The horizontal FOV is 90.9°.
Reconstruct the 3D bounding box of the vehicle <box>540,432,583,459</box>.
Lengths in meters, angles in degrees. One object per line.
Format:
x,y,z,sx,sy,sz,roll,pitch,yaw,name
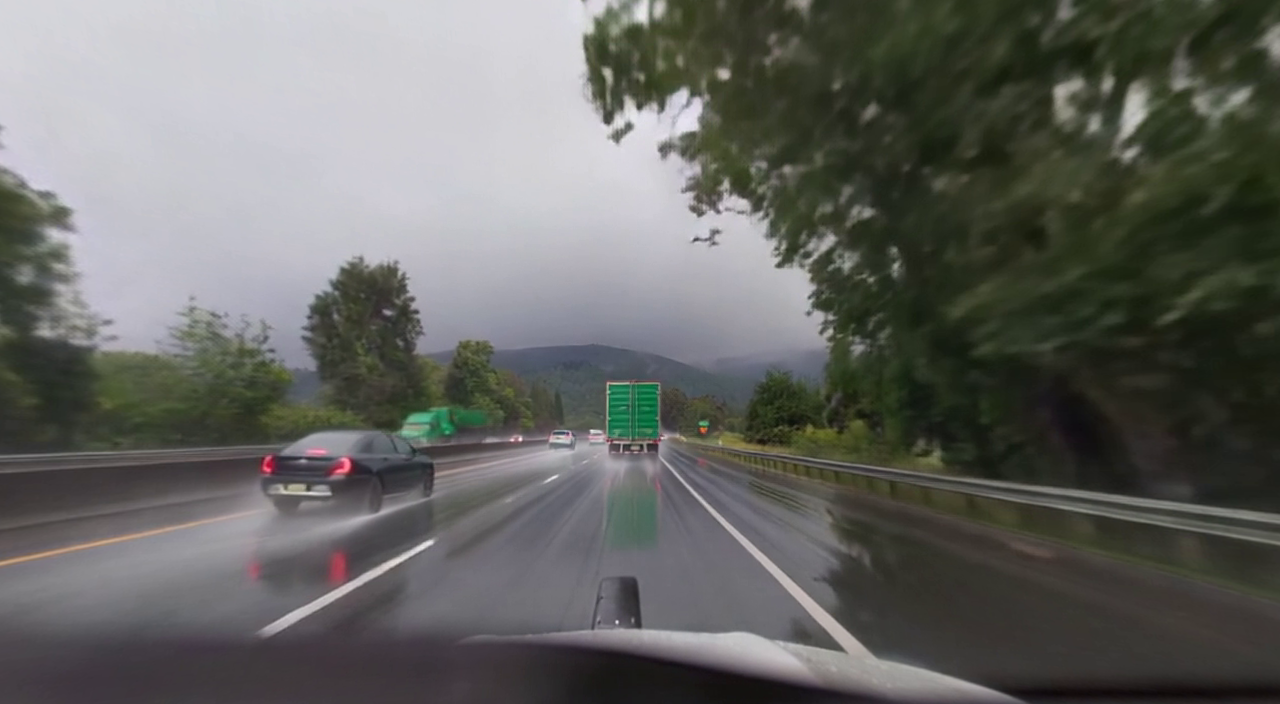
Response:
-5.017,6.058,40.987,2.138,1.697,4.587,0,-8,1,vehicle

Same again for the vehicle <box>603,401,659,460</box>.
-0.374,3.371,27.003,2.319,2.461,1.270,0,-8,0,vehicle

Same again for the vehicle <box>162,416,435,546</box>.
-4.709,1.802,9.493,1.909,1.520,3.897,0,-8,0,vehicle
